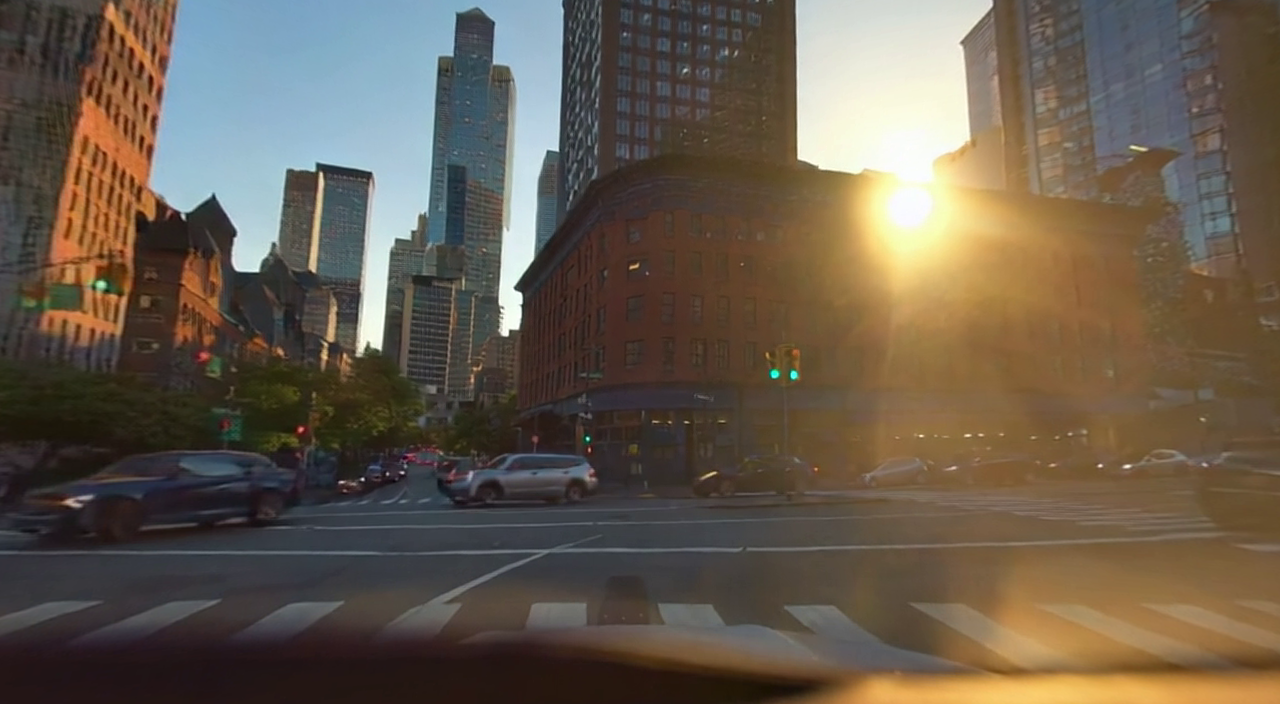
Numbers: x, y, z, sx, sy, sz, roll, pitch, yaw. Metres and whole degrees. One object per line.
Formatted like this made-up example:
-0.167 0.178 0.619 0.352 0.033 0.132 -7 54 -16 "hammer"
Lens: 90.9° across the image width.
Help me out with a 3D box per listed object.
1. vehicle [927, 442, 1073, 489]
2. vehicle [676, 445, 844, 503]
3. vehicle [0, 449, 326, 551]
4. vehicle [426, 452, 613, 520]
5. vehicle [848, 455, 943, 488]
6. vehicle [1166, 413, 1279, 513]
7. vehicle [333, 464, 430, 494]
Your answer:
13.290 4.188 23.464 4.291 1.606 1.859 0 -9 -2 "vehicle"
3.619 3.735 19.588 4.749 1.624 1.926 1 -9 -6 "vehicle"
-8.786 2.645 12.181 1.891 1.502 4.766 -3 -9 21 "vehicle"
-2.942 3.321 16.147 4.371 1.439 1.818 8 -12 -43 "vehicle"
12.997 6.082 32.199 4.035 1.586 1.738 0 -9 -2 "vehicle"
13.736 2.113 12.251 5.072 1.746 2.328 0 -8 -5 "vehicle"
-15.748 7.748 38.628 5.041 1.636 1.983 0 -9 -3 "vehicle"
